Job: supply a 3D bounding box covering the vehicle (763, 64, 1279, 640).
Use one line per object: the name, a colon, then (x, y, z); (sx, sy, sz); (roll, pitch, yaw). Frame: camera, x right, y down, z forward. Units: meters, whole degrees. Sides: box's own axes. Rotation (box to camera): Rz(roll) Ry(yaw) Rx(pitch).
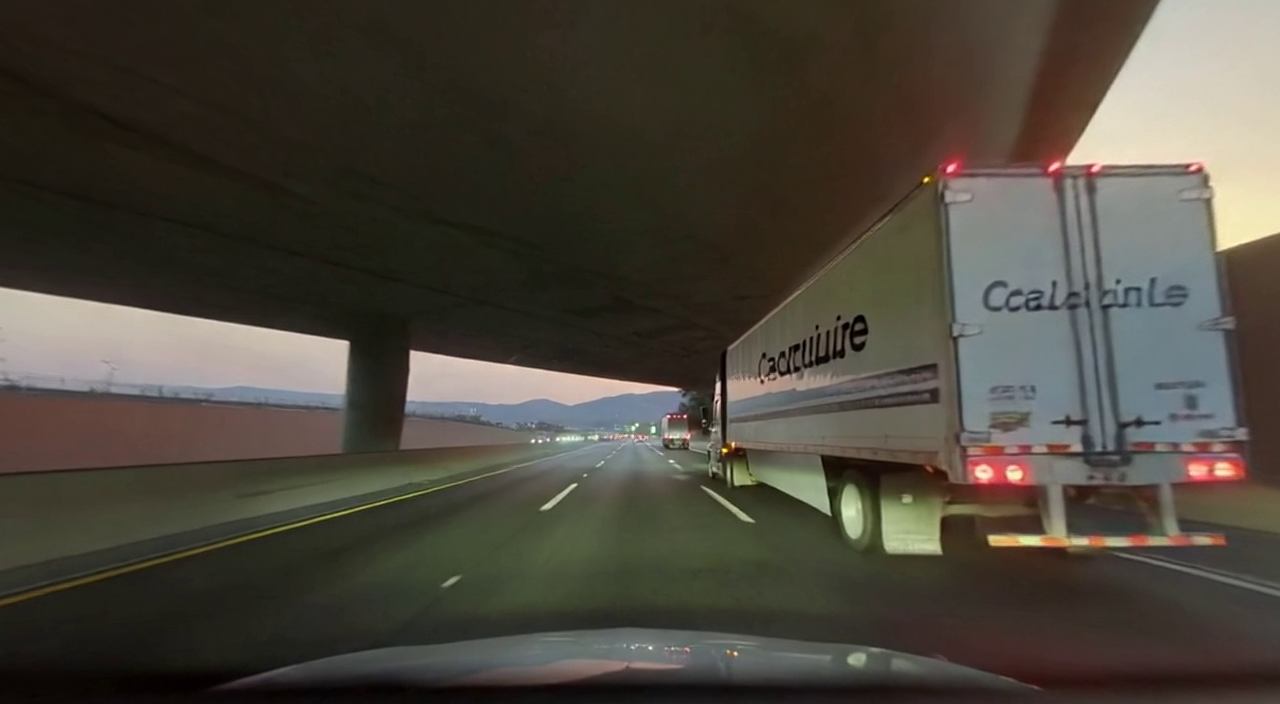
vehicle: (4.064, 0.500, 8.684); (2.840, 3.947, 8.920); (0, -8, 0)
